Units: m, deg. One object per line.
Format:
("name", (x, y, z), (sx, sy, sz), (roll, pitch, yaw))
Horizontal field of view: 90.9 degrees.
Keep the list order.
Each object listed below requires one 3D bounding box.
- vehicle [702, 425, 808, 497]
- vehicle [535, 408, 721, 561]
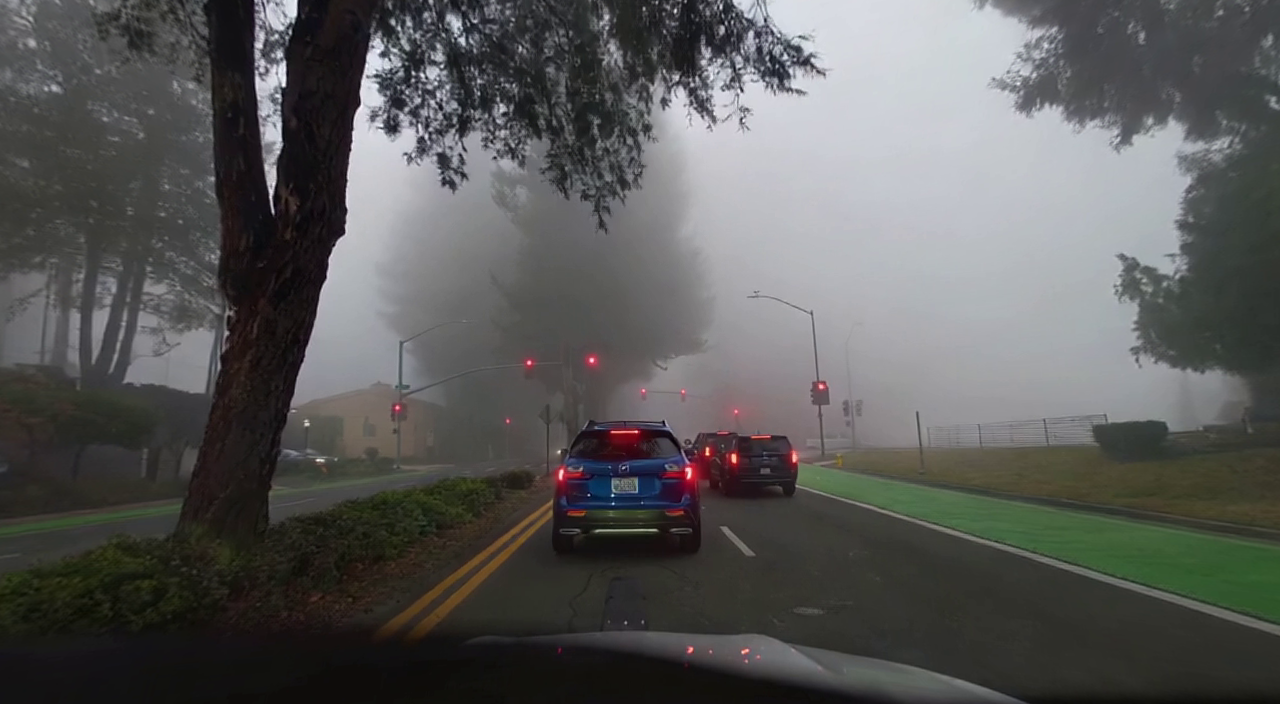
("vehicle", (3.163, 3.122, 18.452), (2.189, 1.815, 4.495), (0, -8, -1))
("vehicle", (-0.121, 1.802, 9.217), (2.109, 1.730, 3.963), (0, -8, 0))
